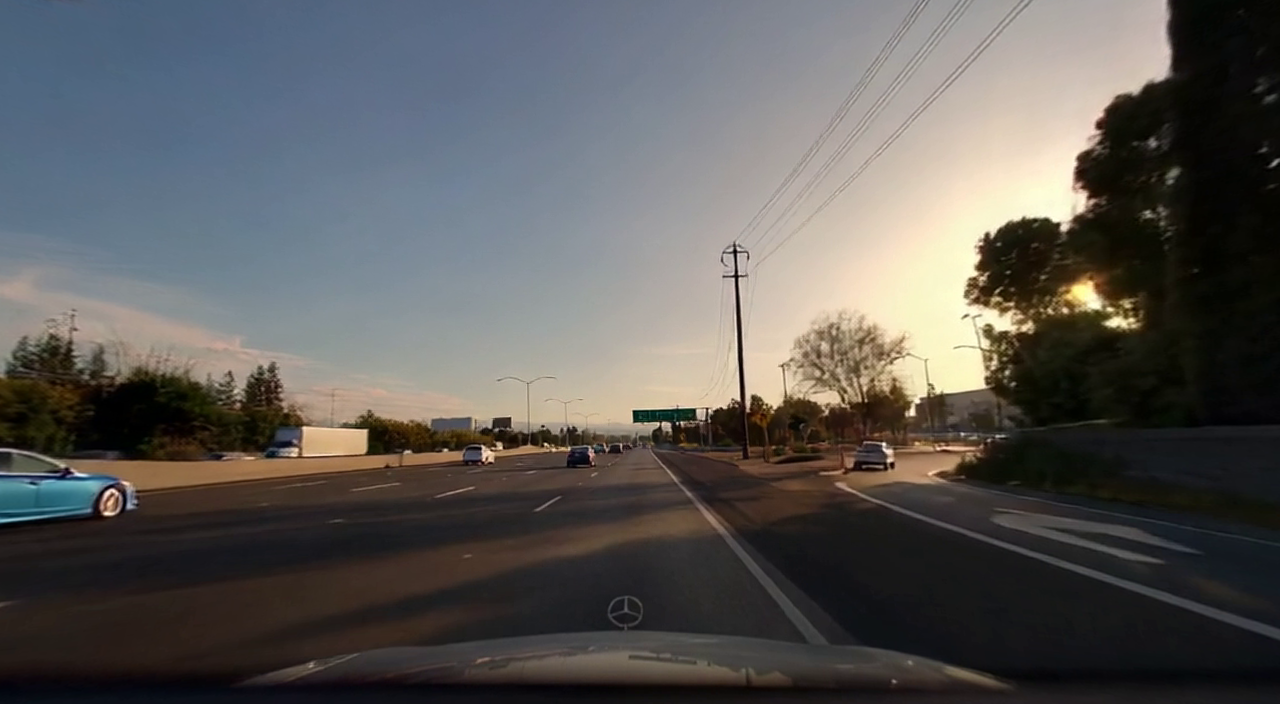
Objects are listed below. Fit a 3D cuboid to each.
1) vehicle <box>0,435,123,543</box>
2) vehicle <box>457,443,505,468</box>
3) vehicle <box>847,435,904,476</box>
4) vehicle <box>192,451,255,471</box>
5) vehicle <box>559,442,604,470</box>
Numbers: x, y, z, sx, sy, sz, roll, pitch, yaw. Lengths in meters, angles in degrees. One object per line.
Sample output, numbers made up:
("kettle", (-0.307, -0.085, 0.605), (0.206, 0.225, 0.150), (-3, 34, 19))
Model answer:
("vehicle", (-10.190, 1.905, 8.663), (2.002, 1.526, 4.822), (0, -8, 1))
("vehicle", (-10.001, 6.525, 40.017), (1.930, 1.490, 3.955), (0, -8, 1))
("vehicle", (11.427, 5.040, 30.915), (2.127, 1.815, 4.777), (-2, -9, 15))
("vehicle", (-32.729, 8.563, 49.730), (1.817, 1.468, 4.614), (0, -8, -1))
("vehicle", (-3.277, 5.901, 36.170), (2.050, 1.479, 4.342), (0, -8, 1))
